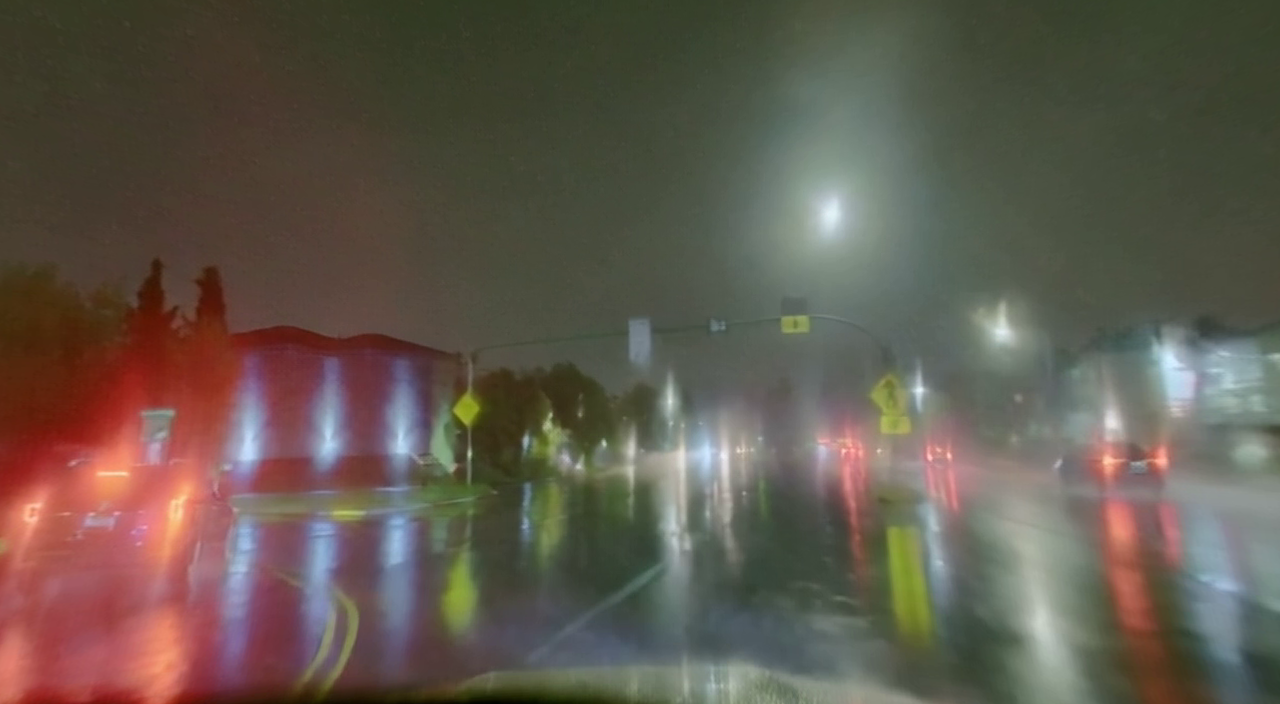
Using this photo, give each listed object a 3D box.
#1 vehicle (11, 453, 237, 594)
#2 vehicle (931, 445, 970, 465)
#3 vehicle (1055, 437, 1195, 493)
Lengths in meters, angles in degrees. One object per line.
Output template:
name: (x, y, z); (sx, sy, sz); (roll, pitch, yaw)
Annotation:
vehicle: (-7.231, 2.258, 9.150); (2.014, 1.525, 3.670); (5, -11, -34)
vehicle: (24.565, 8.172, 49.706); (1.931, 1.475, 4.092); (-3, -9, 14)
vehicle: (15.628, 3.644, 20.532); (2.007, 1.586, 4.210); (-3, -9, 14)
